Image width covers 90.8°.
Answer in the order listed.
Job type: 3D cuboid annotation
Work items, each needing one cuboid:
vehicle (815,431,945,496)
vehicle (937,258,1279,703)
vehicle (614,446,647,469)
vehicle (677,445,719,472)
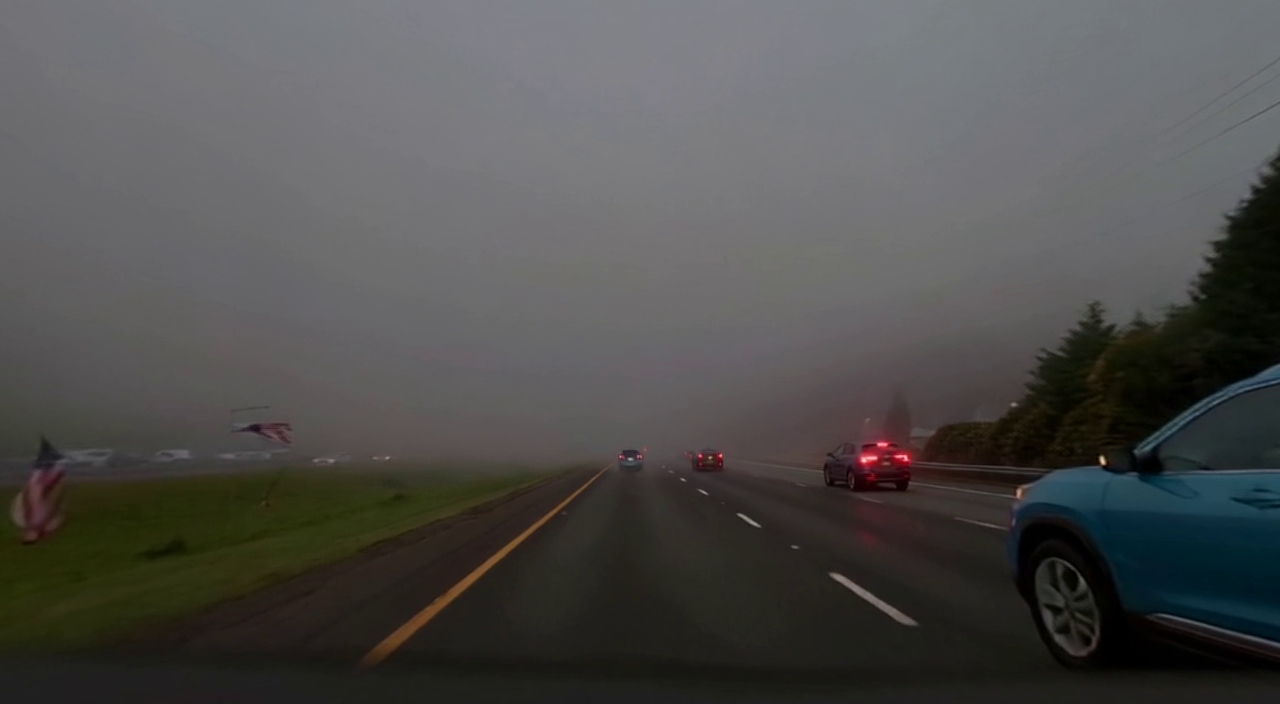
[{"bbox_3d":[7.323,3.443,19.938,2.114,1.800,4.779,0,-8,-1],"label":"vehicle"},{"bbox_3d":[3.675,0.593,1.986,2.461,2.013,6.075,0,-8,-1],"label":"vehicle"},{"bbox_3d":[-0.602,6.922,41.719,2.085,1.449,3.860,0,-8,-1],"label":"vehicle"},{"bbox_3d":[3.339,6.251,37.272,1.978,1.488,4.252,0,-8,-2],"label":"vehicle"}]
